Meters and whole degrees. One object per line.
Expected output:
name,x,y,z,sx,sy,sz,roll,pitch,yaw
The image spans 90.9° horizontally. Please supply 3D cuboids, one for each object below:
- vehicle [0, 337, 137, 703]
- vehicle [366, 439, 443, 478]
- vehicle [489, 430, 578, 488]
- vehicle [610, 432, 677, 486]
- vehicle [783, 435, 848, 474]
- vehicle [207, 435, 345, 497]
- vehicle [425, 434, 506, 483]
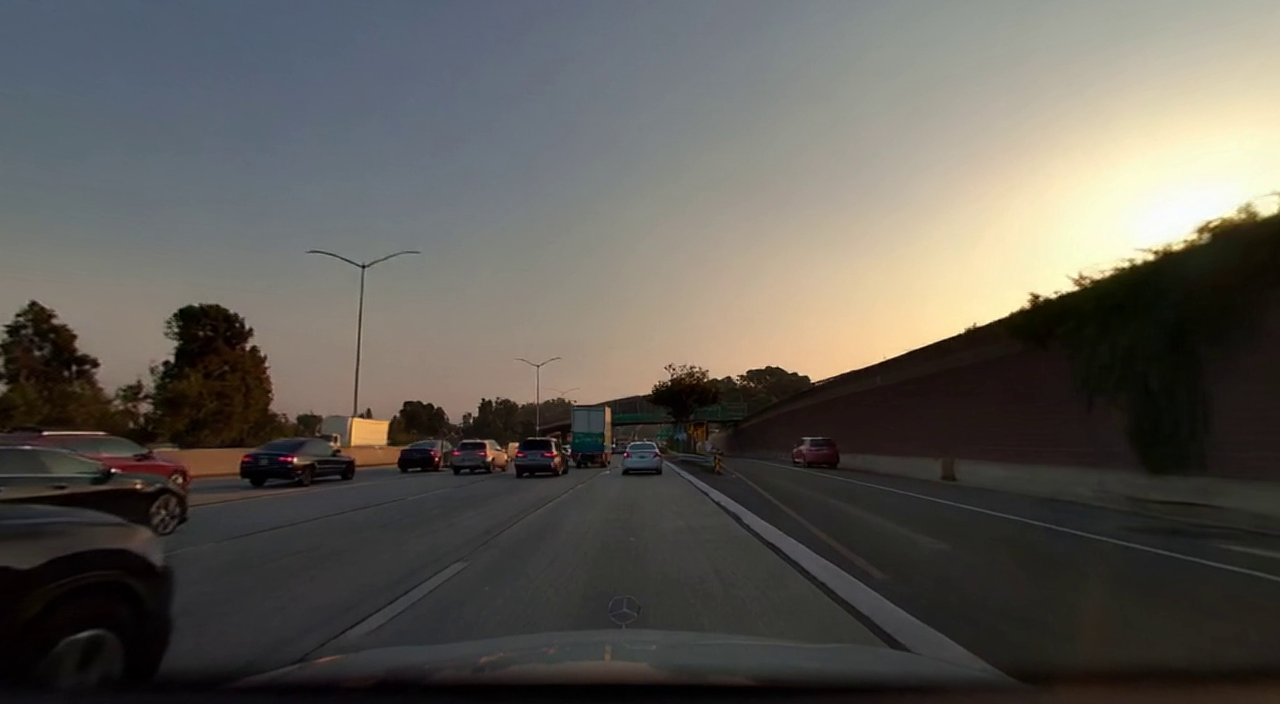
vehicle,-3.443,0.576,0.660,2.209,1.711,4.296,0,-8,1
vehicle,-10.795,4.908,29.284,1.894,1.669,4.251,0,-8,0
vehicle,-3.541,3.677,21.930,2.125,1.792,4.466,-1,-8,3
vehicle,0.153,3.786,22.581,2.180,1.716,3.920,0,-8,1
vehicle,8.324,4.893,30.299,2.026,1.718,4.522,-1,-8,3
vehicle,-10.980,3.432,19.401,1.863,1.696,3.885,0,-8,1
vehicle,-6.949,4.278,25.635,1.998,1.770,4.222,0,-8,1
